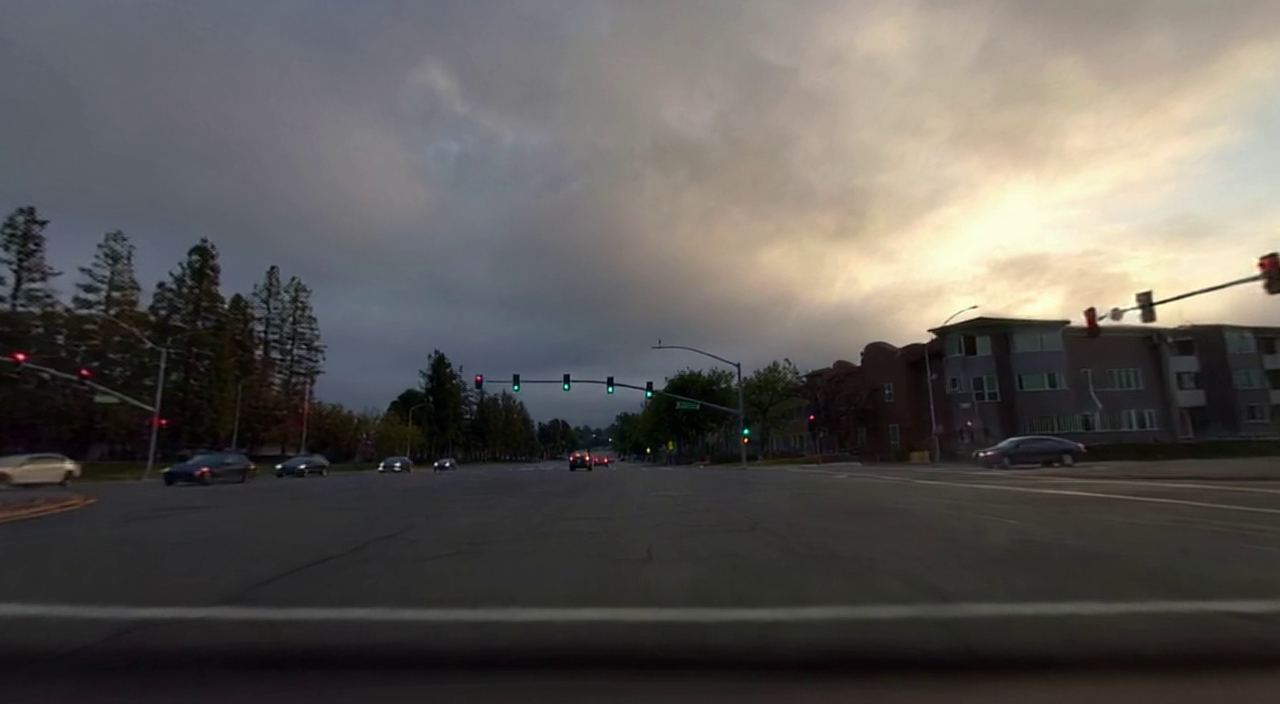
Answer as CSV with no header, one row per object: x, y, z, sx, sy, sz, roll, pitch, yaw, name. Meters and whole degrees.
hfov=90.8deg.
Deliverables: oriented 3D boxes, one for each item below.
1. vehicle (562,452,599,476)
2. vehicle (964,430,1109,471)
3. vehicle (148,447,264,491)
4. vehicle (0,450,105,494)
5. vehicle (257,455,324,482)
-3.968,7.508,42.615,2.073,1.445,4.151,0,-8,0,vehicle
17.923,4.465,28.761,5.003,1.786,2.369,0,-8,-2,vehicle
-18.370,4.935,27.053,1.864,1.678,4.288,0,-8,1,vehicle
-25.408,4.982,26.626,1.877,1.640,4.337,0,-8,0,vehicle
-21.745,7.252,39.469,1.945,1.466,3.809,0,-8,0,vehicle
